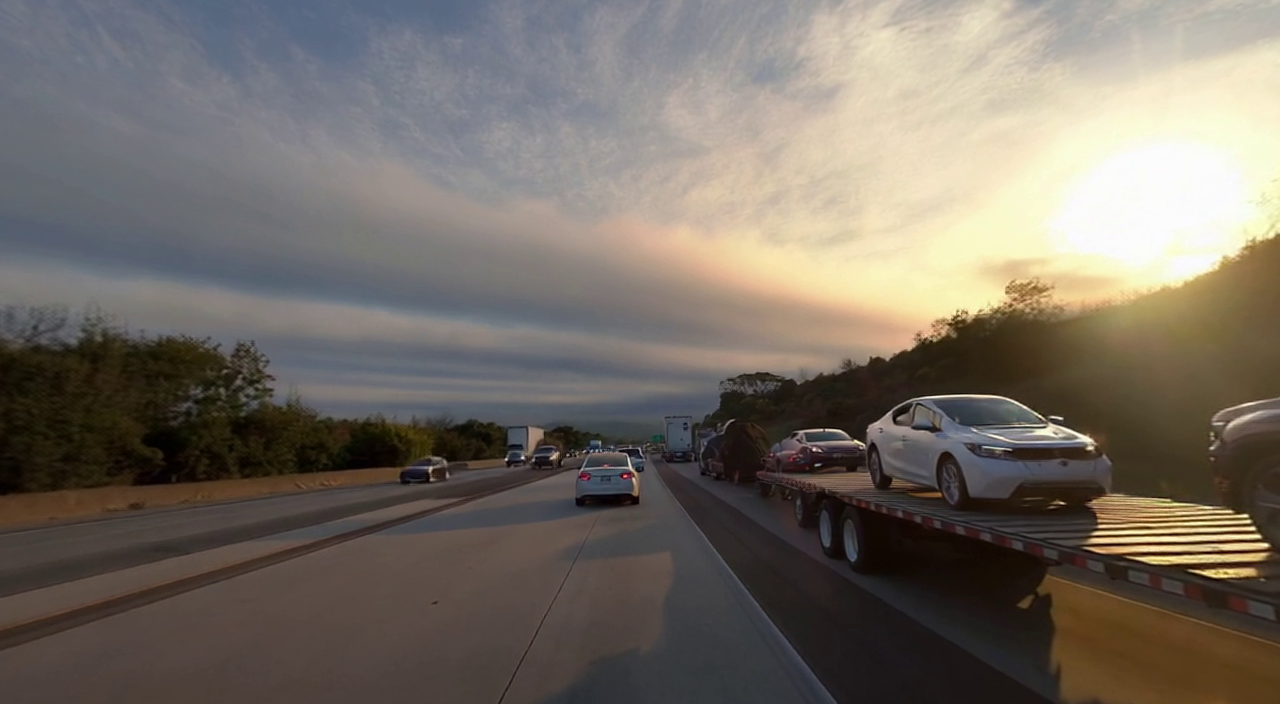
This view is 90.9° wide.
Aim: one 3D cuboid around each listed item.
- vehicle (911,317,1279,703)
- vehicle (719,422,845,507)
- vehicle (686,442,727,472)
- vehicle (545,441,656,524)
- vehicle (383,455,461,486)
[{"bbox_3d":[3.493,0.923,3.507,1.959,1.783,4.407,0,-9,0],"label":"vehicle"},{"bbox_3d":[3.452,2.844,16.200,2.303,1.889,3.920,0,-9,0],"label":"vehicle"},{"bbox_3d":[3.872,6.197,37.340,1.938,1.660,4.223,0,-9,-1],"label":"vehicle"},{"bbox_3d":[-0.700,2.634,13.214,1.991,1.466,3.675,0,-9,0],"label":"vehicle"},{"bbox_3d":[-11.706,6.376,34.285,2.431,1.508,4.935,0,-9,1],"label":"vehicle"}]
